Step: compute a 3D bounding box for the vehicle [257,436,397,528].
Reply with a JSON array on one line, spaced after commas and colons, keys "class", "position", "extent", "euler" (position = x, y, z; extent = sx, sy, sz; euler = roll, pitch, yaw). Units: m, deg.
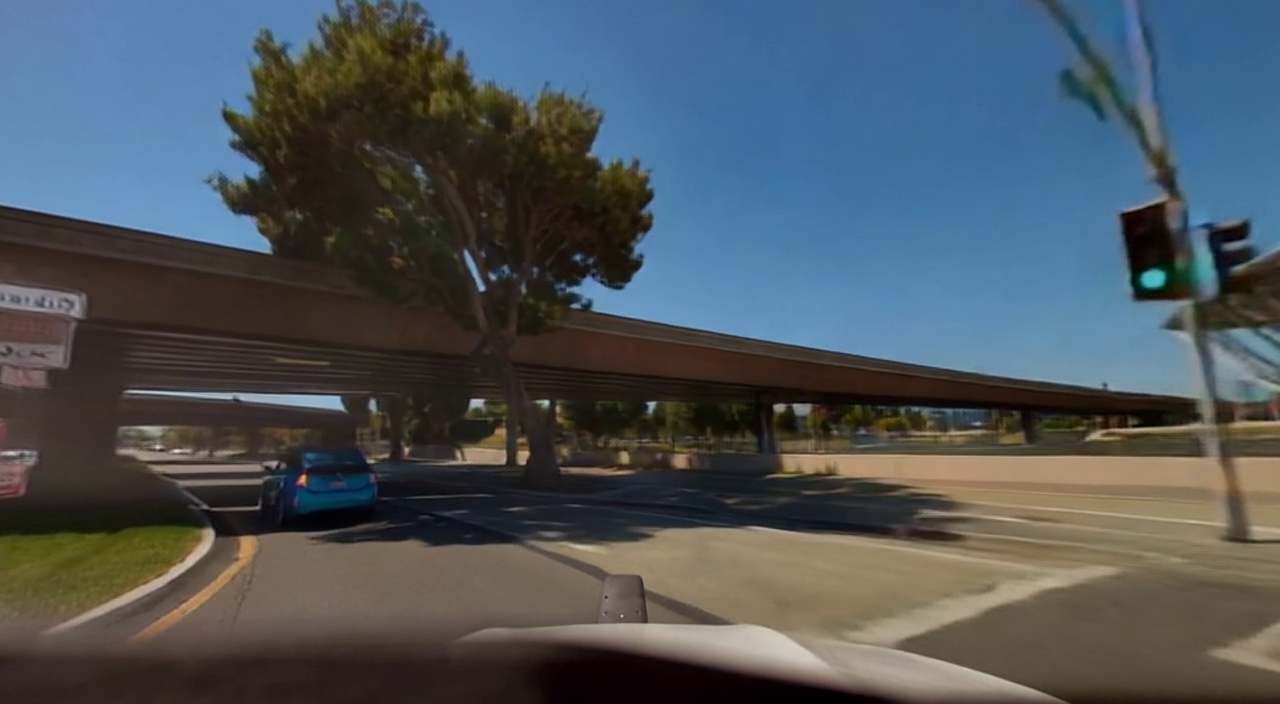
[{"class": "vehicle", "position": [-6.615, 2.576, 13.118], "extent": [1.976, 1.584, 3.772], "euler": [6, -10, -34]}]

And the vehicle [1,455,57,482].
[{"class": "vehicle", "position": [-38.706, 7.324, 39.978], "extent": [2.009, 1.523, 4.641], "euler": [7, -11, -38]}]
